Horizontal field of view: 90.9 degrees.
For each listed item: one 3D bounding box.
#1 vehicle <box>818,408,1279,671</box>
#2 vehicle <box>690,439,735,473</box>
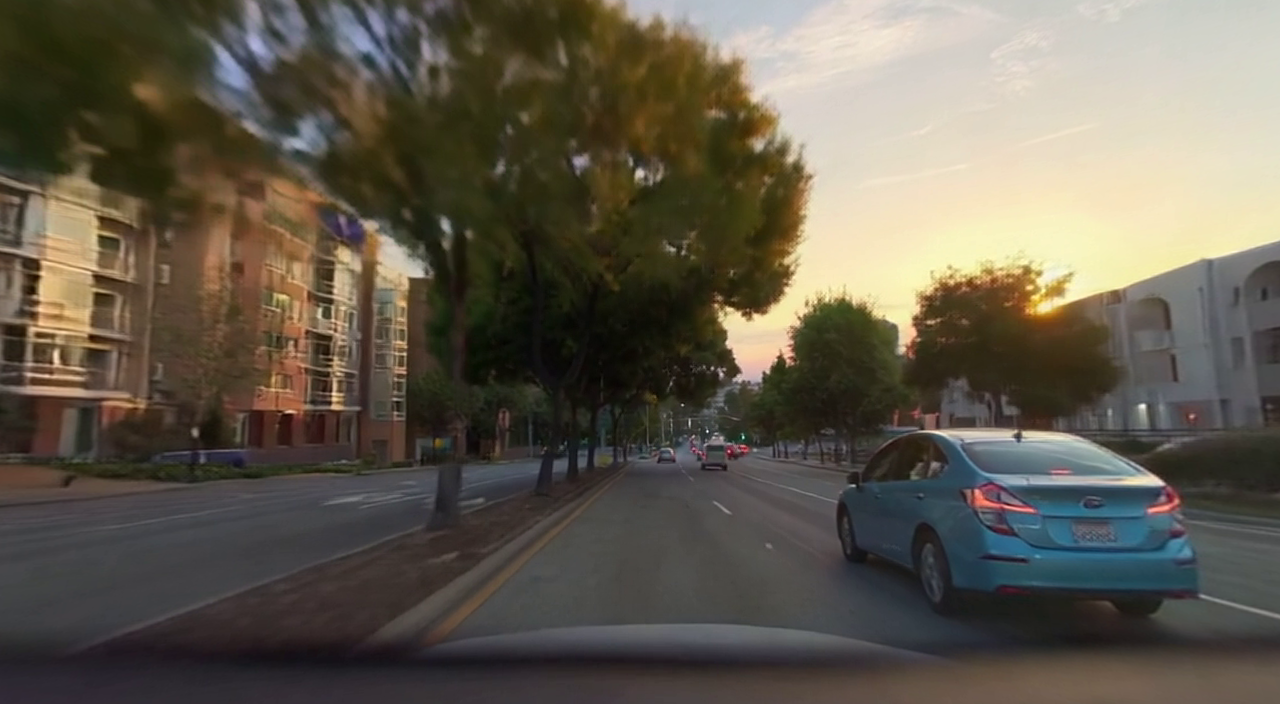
[{"bbox_3d":[3.221,1.477,6.021,1.901,1.634,3.952,-1,-8,1],"label":"vehicle"},{"bbox_3d":[4.193,6.079,37.095,2.154,1.844,4.634,-1,-8,1],"label":"vehicle"}]
